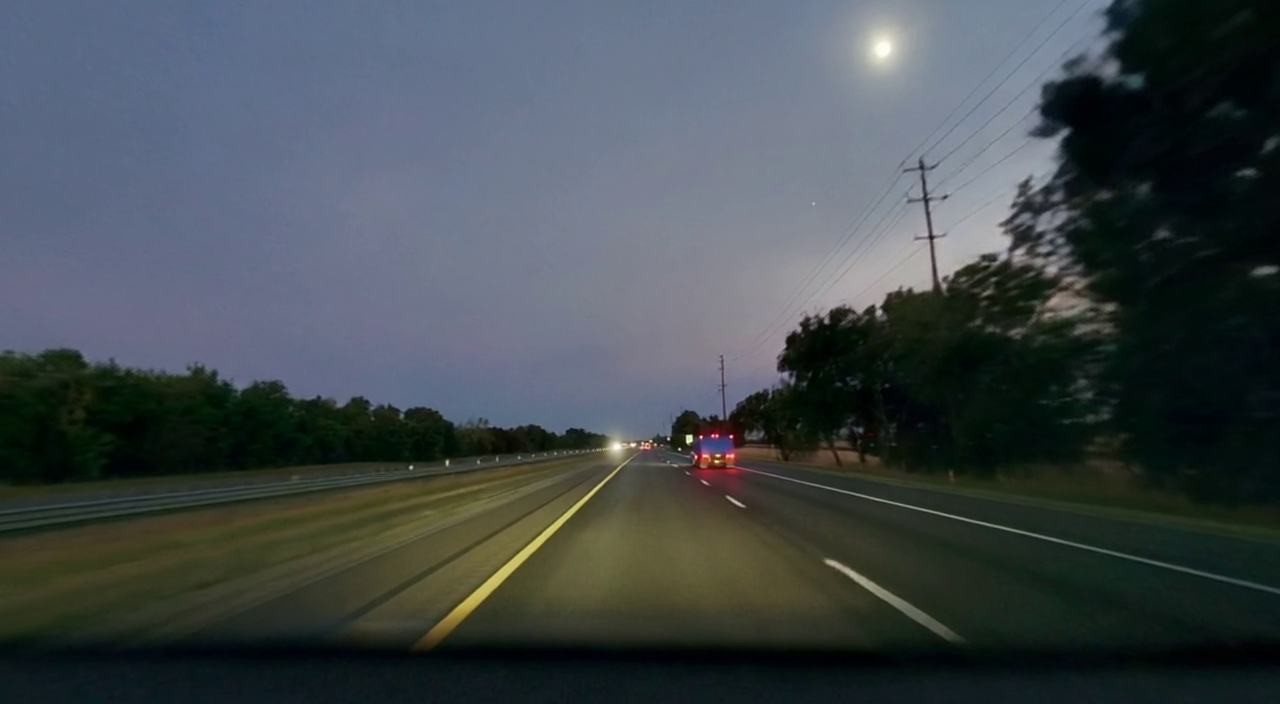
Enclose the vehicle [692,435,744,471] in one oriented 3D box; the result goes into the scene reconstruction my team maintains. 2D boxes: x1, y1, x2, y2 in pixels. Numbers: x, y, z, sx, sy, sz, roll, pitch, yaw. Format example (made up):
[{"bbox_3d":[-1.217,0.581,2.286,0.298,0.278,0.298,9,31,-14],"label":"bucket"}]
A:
[{"bbox_3d":[4.278,5.685,35.458,2.228,1.852,5.449,0,-9,0],"label":"vehicle"}]
